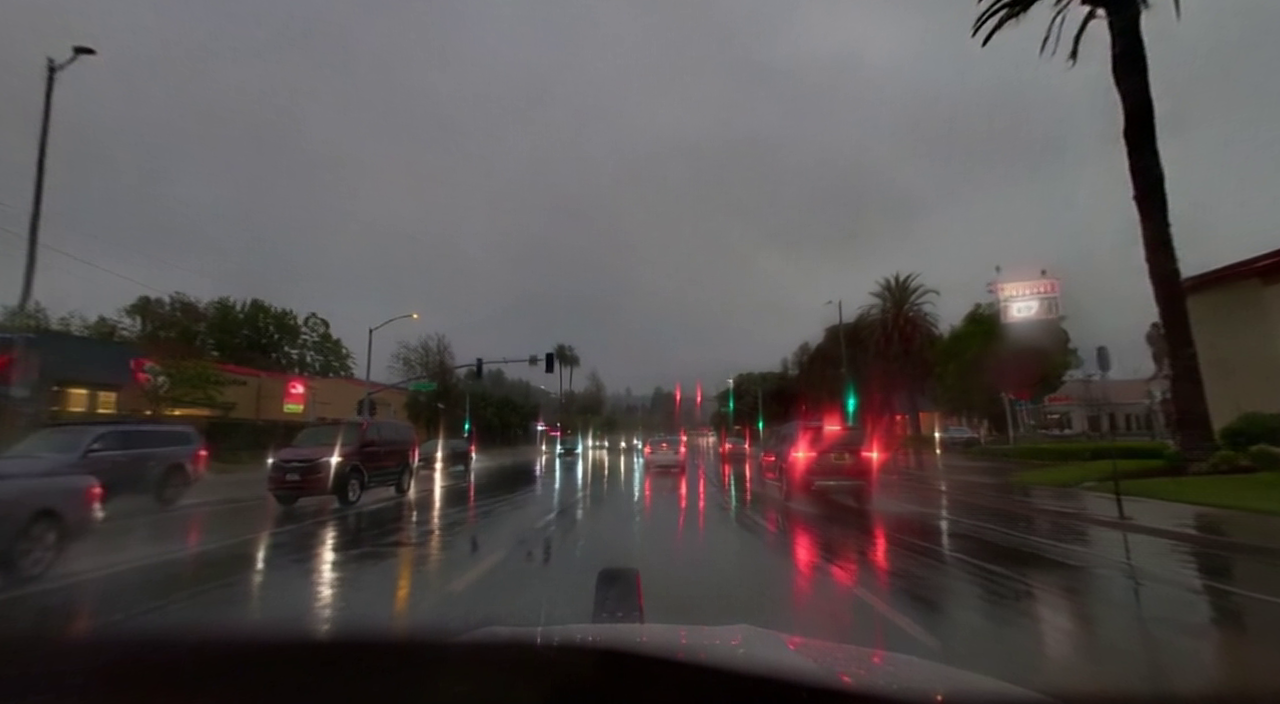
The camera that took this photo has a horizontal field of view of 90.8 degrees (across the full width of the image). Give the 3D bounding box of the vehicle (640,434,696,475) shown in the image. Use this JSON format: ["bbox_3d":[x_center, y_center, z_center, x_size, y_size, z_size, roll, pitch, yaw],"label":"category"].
[{"bbox_3d":[1.164,4.111,25.477,2.057,1.492,3.825,-1,-8,4],"label":"vehicle"}]

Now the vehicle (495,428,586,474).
[{"bbox_3d":[-4.120,4.206,27.009,2.088,1.746,4.650,-3,-9,15],"label":"vehicle"}]

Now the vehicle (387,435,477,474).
[{"bbox_3d":[-8.680,4.326,26.836,2.017,1.472,4.418,-1,-8,4],"label":"vehicle"}]

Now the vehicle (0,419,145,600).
[{"bbox_3d":[-6.305,1.158,4.199,1.935,1.483,4.973,0,-8,1],"label":"vehicle"}]

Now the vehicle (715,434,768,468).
[{"bbox_3d":[4.884,4.848,30.965,2.149,1.532,4.168,-1,-8,4],"label":"vehicle"}]

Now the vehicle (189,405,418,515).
[{"bbox_3d":[-6.678,2.219,13.340,2.127,1.888,4.637,-1,-8,2],"label":"vehicle"}]

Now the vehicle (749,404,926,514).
[{"bbox_3d":[3.958,2.281,13.876,2.267,1.931,5.145,0,-8,1],"label":"vehicle"}]
